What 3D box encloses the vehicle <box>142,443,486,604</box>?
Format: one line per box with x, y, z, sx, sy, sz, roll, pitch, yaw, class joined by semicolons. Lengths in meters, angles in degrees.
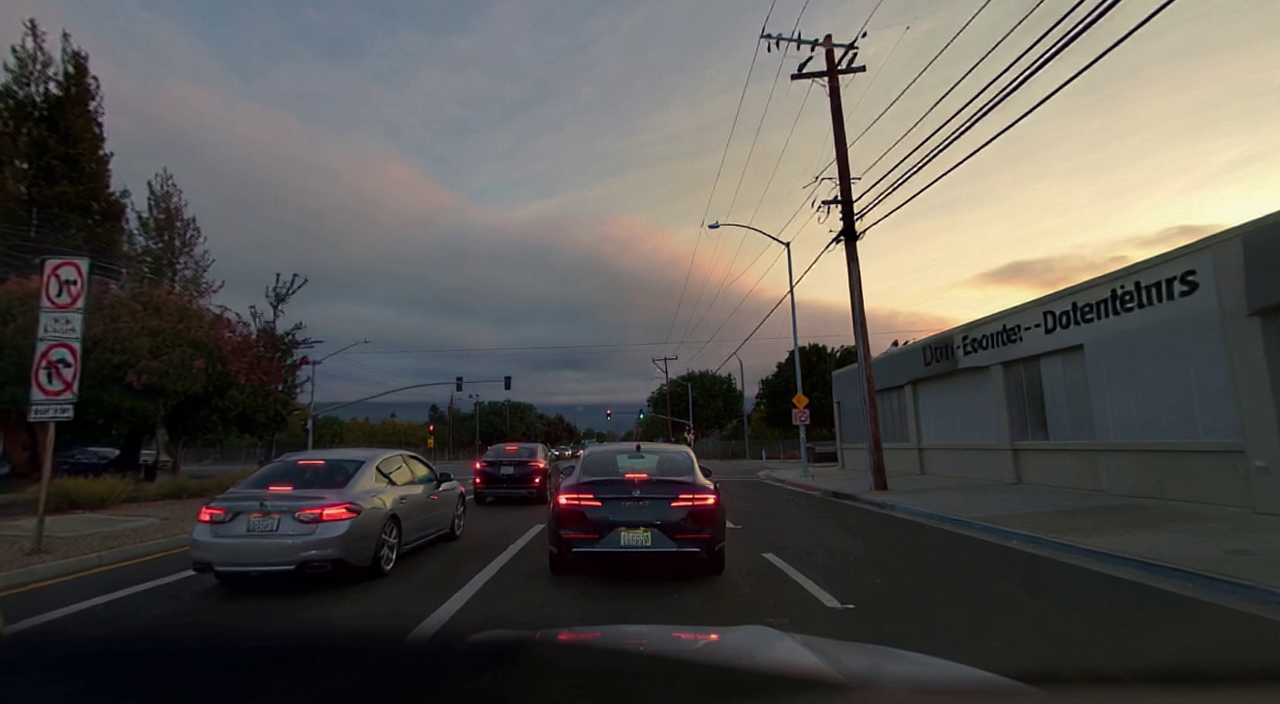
-3.227;1.737;7.330;1.765;1.319;4.013;0;-9;2;vehicle

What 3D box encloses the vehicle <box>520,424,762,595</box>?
-0.001;1.674;7.540;2.101;1.469;3.955;0;-9;0;vehicle
